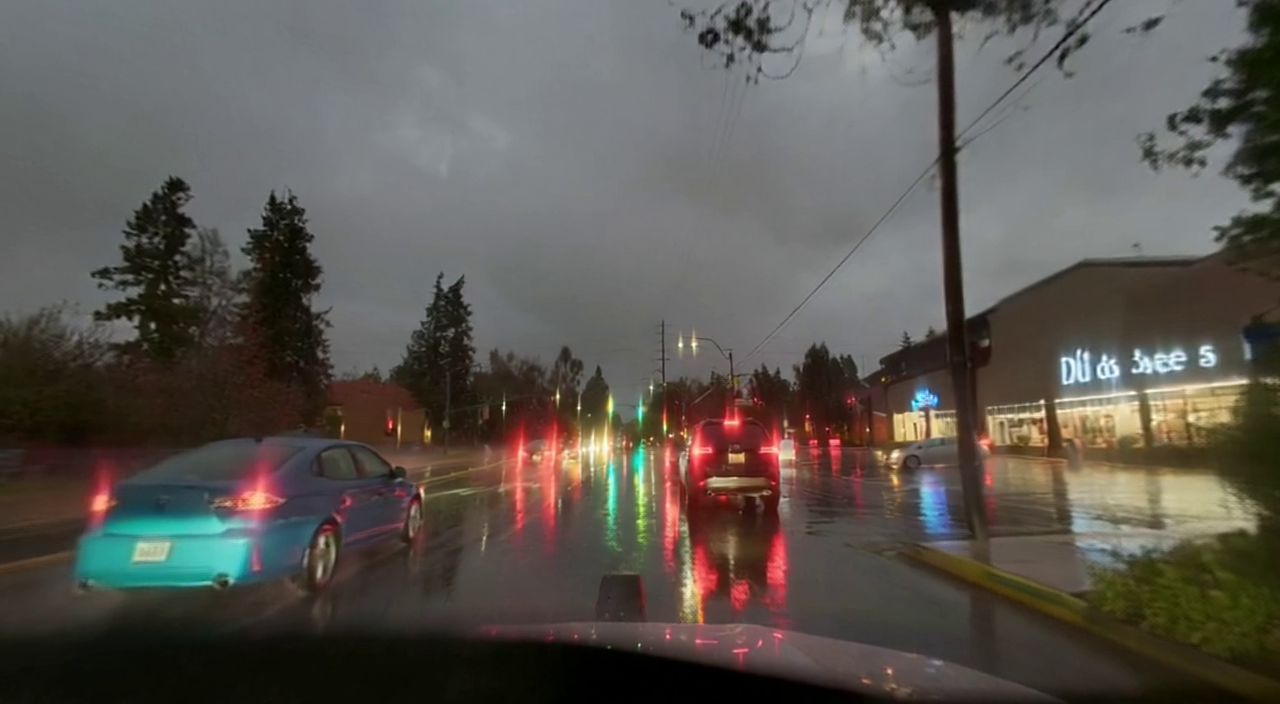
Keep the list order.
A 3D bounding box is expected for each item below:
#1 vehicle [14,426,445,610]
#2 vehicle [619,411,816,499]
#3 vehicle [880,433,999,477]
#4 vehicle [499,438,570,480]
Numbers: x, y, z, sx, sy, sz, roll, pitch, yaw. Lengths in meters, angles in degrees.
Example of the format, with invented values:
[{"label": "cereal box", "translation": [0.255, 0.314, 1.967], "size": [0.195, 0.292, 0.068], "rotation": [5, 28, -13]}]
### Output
[{"label": "vehicle", "translation": [-4.002, 1.659, 7.273], "size": [2.026, 1.466, 4.282], "rotation": [0, -8, 1]}, {"label": "vehicle", "translation": [1.904, 2.629, 16.332], "size": [4.642, 1.955, 2.052], "rotation": [-6, -10, 37]}, {"label": "vehicle", "translation": [12.309, 4.258, 25.955], "size": [3.871, 1.525, 1.835], "rotation": [-3, -9, 0]}, {"label": "vehicle", "translation": [-3.971, 4.088, 24.372], "size": [2.042, 1.470, 4.123], "rotation": [0, -8, 0]}]
